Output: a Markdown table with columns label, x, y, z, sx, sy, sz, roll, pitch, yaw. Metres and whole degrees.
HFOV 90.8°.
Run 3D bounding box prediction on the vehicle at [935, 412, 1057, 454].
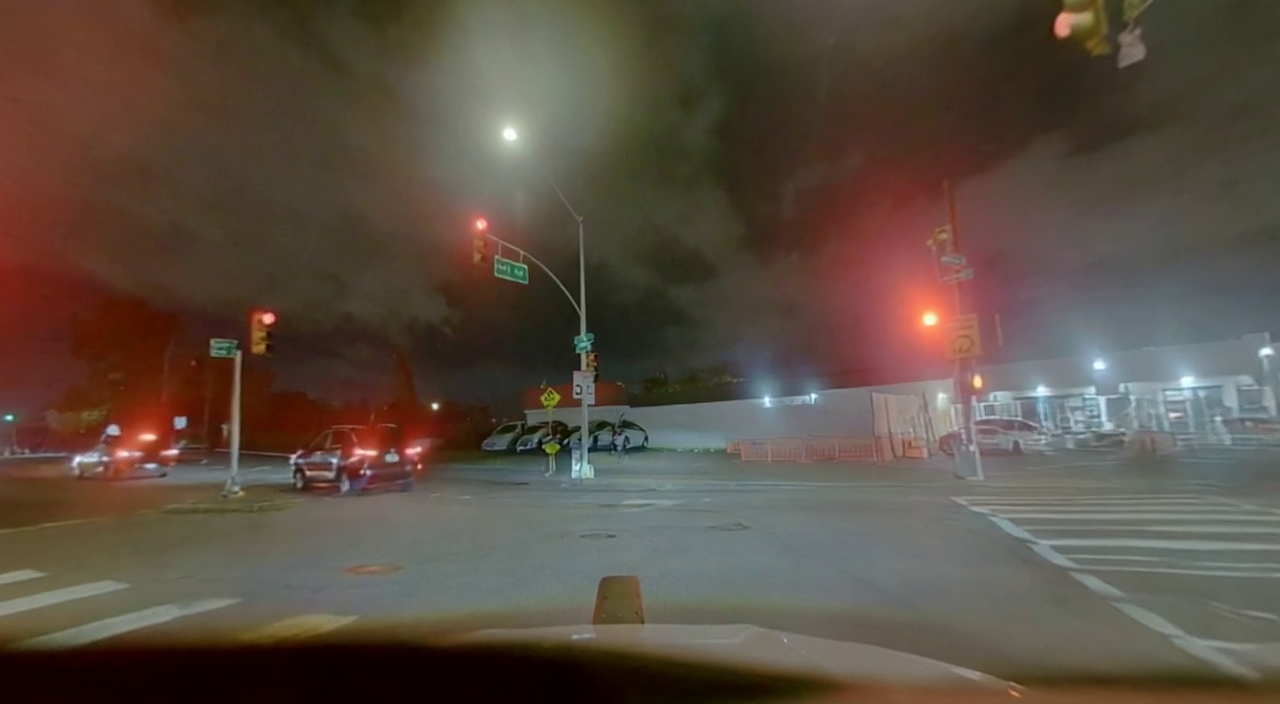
| label | x | y | z | sx | sy | sz | roll | pitch | yaw |
| --- | --- | --- | --- | --- | --- | --- | --- | --- | --- |
| vehicle | 15.349 | 3.562 | 27.500 | 4.382 | 1.688 | 1.937 | -4 | -9 | 26 |

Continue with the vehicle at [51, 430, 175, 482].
| label | x | y | z | sx | sy | sz | roll | pitch | yaw |
| --- | --- | --- | --- | --- | --- | --- | --- | --- | --- |
| vehicle | -21.736 | 4.236 | 25.996 | 5.548 | 1.911 | 2.206 | -6 | -10 | 32 |

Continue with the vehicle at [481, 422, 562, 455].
| label | x | y | z | sx | sy | sz | roll | pitch | yaw |
| --- | --- | --- | --- | --- | --- | --- | --- | --- | --- |
| vehicle | -7.247 | 5.321 | 38.661 | 4.593 | 1.856 | 2.090 | -5 | -9 | 29 |

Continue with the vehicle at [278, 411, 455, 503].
| label | x | y | z | sx | sy | sz | roll | pitch | yaw |
| --- | --- | --- | --- | --- | --- | --- | --- | --- | --- |
| vehicle | -6.842 | 2.522 | 15.498 | 2.256 | 1.859 | 5.118 | 8 | -11 | -43 |

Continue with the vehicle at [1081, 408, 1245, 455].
| label | x | y | z | sx | sy | sz | roll | pitch | yaw |
| --- | --- | --- | --- | --- | --- | --- | --- | --- | --- |
| vehicle | 20.320 | 3.174 | 24.865 | 4.550 | 1.704 | 1.922 | -5 | -9 | 28 |

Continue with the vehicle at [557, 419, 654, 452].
| label | x | y | z | sx | sy | sz | roll | pitch | yaw |
| --- | --- | --- | --- | --- | --- | --- | --- | --- | --- |
| vehicle | -1.995 | 4.743 | 35.911 | 5.080 | 1.766 | 2.272 | -5 | -8 | 30 |
